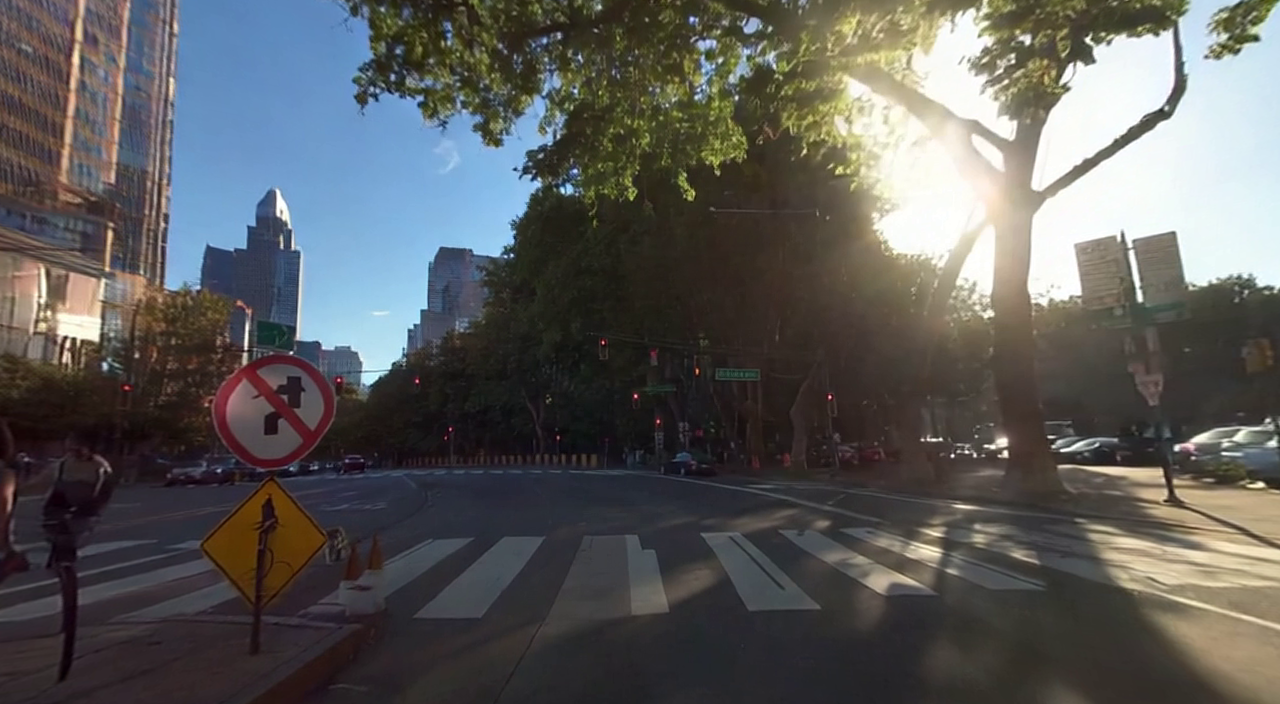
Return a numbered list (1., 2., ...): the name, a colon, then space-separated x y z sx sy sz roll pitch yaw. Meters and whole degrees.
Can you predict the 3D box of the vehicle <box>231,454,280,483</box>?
1. vehicle: -27.530 8.281 45.160 2.199 1.838 4.222 7 -11 -40
